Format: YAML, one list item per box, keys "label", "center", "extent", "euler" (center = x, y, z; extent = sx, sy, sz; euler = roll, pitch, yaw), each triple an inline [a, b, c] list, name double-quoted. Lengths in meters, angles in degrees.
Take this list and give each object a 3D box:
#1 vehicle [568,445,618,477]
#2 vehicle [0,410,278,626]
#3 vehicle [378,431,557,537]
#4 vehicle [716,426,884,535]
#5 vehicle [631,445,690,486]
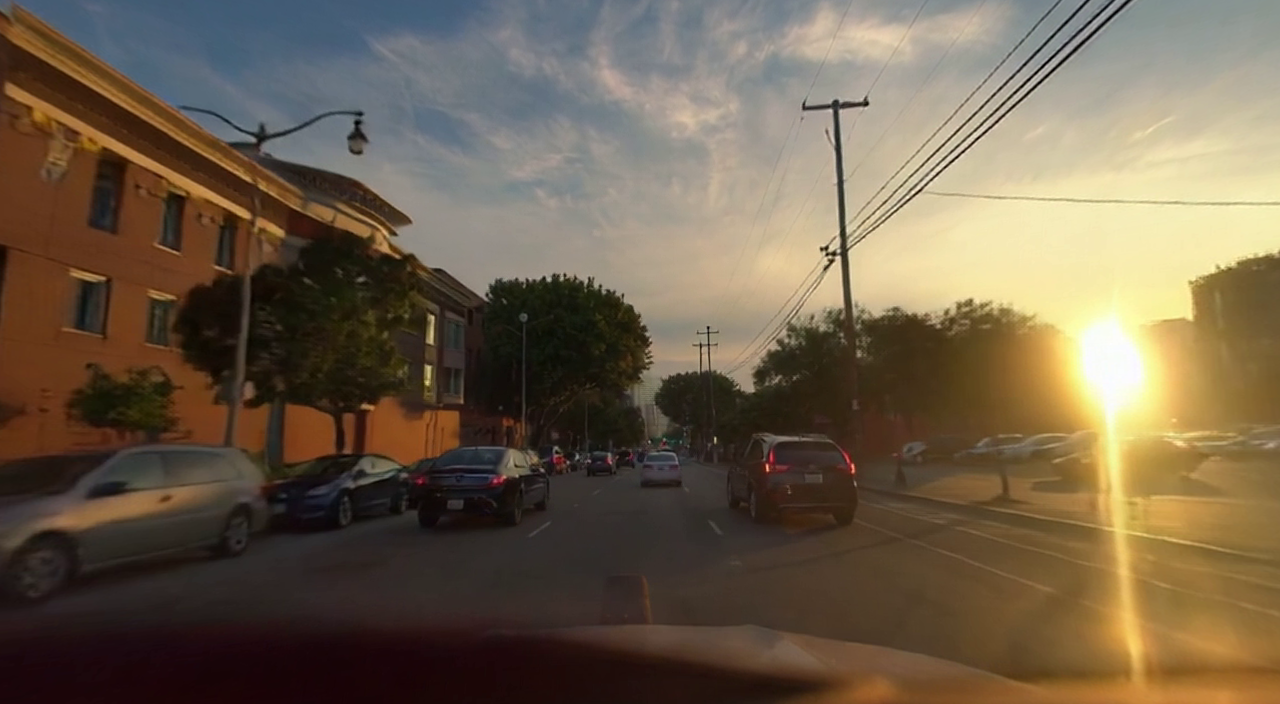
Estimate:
- label: "vehicle"
  center: [-2.299, 5.521, 32.167]
  extent: [2.019, 1.507, 4.643]
  euler: [-1, -9, 2]
- label: "vehicle"
  center: [-5.996, 1.563, 6.600]
  extent: [1.867, 1.692, 4.188]
  euler: [0, -9, 0]
- label: "vehicle"
  center: [-2.960, 2.362, 11.866]
  extent: [2.085, 1.619, 3.976]
  euler: [-1, -9, 2]
- label: "vehicle"
  center: [2.815, 2.377, 12.296]
  extent: [2.094, 1.709, 4.394]
  euler: [0, -9, 0]
- label: "vehicle"
  center: [0.761, 4.433, 24.984]
  extent: [2.139, 1.466, 4.373]
  euler: [0, -9, 1]
